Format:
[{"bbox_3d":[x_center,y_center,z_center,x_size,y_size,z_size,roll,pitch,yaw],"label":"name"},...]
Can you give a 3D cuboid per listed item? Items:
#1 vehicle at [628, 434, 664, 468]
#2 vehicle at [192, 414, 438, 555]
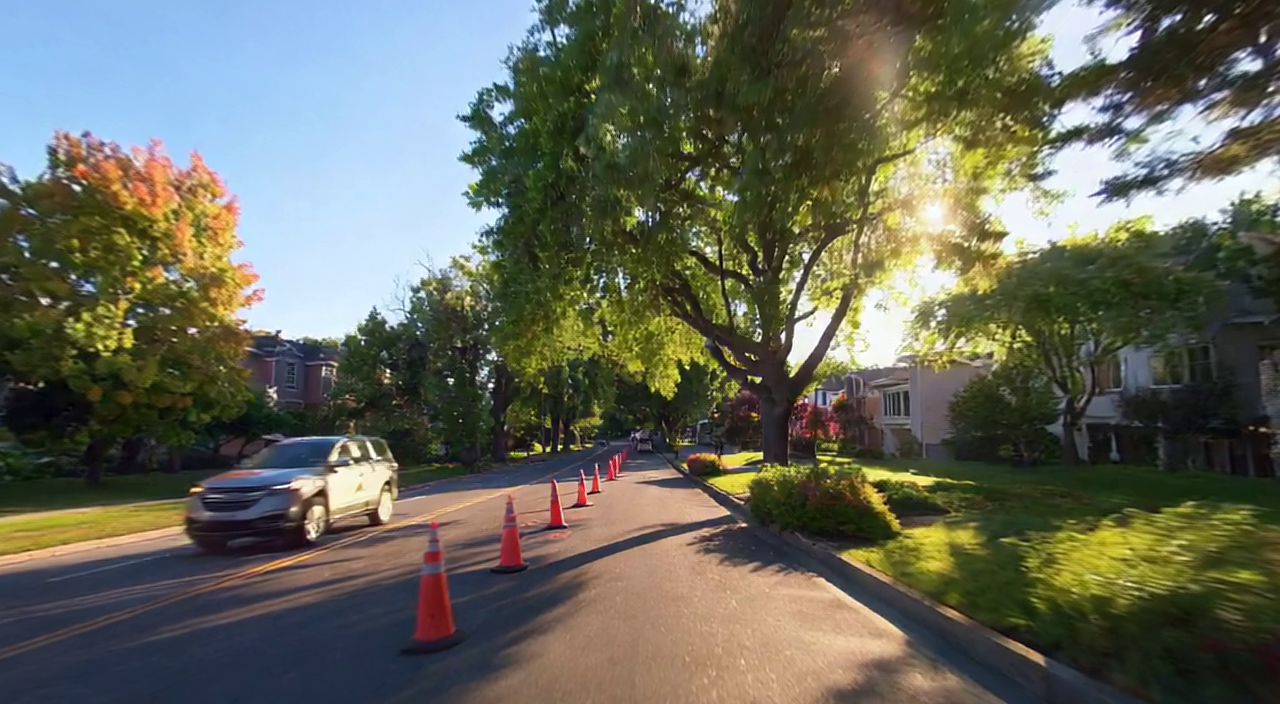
[{"bbox_3d":[0.335,6.370,40.691,2.169,2.015,5.206,0,-9,0],"label":"vehicle"},{"bbox_3d":[-6.156,2.553,13.028,2.131,2.256,5.381,0,-9,0],"label":"vehicle"}]
